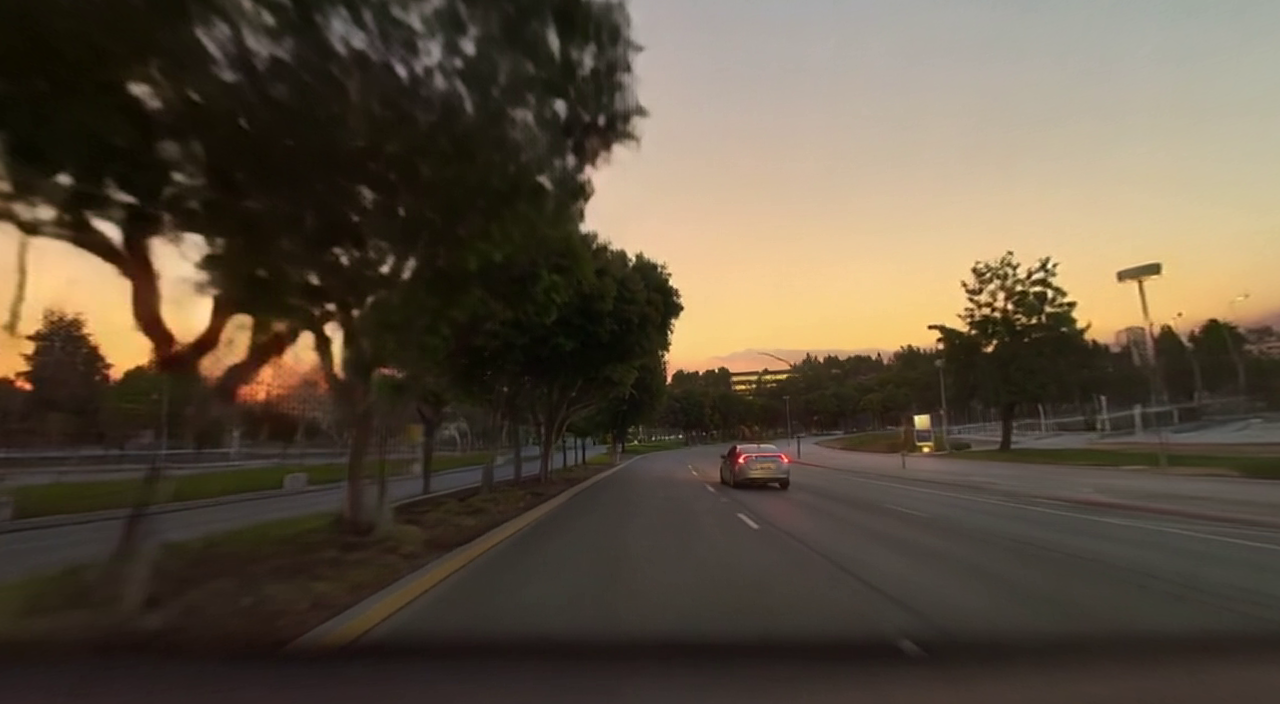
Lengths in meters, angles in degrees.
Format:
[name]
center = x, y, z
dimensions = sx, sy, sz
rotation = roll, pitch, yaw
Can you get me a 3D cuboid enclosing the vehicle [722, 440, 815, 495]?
[vehicle]
center = 3.783, 3.475, 19.418
dimensions = 1.928, 1.481, 4.453
rotation = 0, -9, 0
